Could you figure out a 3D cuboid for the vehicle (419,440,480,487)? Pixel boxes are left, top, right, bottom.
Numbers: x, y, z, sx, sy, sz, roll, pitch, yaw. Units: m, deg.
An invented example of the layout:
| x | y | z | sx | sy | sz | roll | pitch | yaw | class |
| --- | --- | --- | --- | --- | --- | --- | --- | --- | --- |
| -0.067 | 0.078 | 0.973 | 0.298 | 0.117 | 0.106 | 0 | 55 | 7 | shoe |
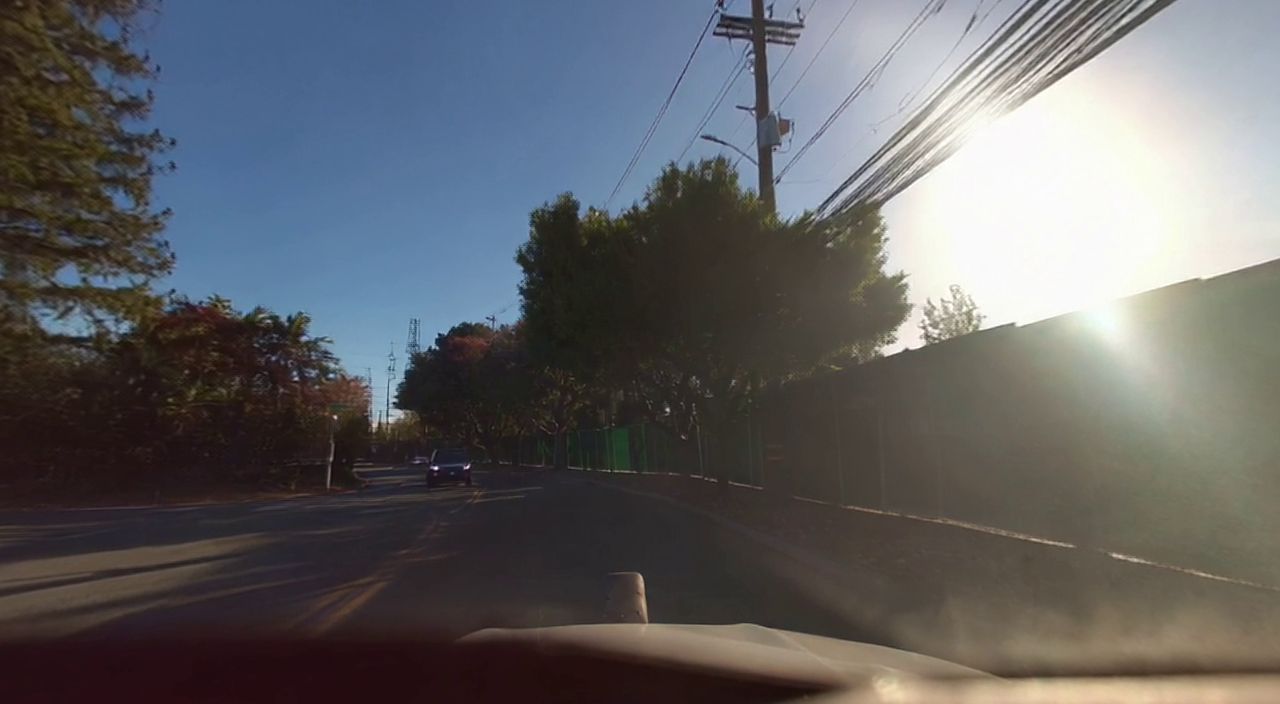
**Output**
| x | y | z | sx | sy | sz | roll | pitch | yaw | class |
| --- | --- | --- | --- | --- | --- | --- | --- | --- | --- |
| -8.364 | 4.904 | 28.079 | 2.185 | 1.901 | 4.177 | 2 | -9 | -12 | vehicle |
